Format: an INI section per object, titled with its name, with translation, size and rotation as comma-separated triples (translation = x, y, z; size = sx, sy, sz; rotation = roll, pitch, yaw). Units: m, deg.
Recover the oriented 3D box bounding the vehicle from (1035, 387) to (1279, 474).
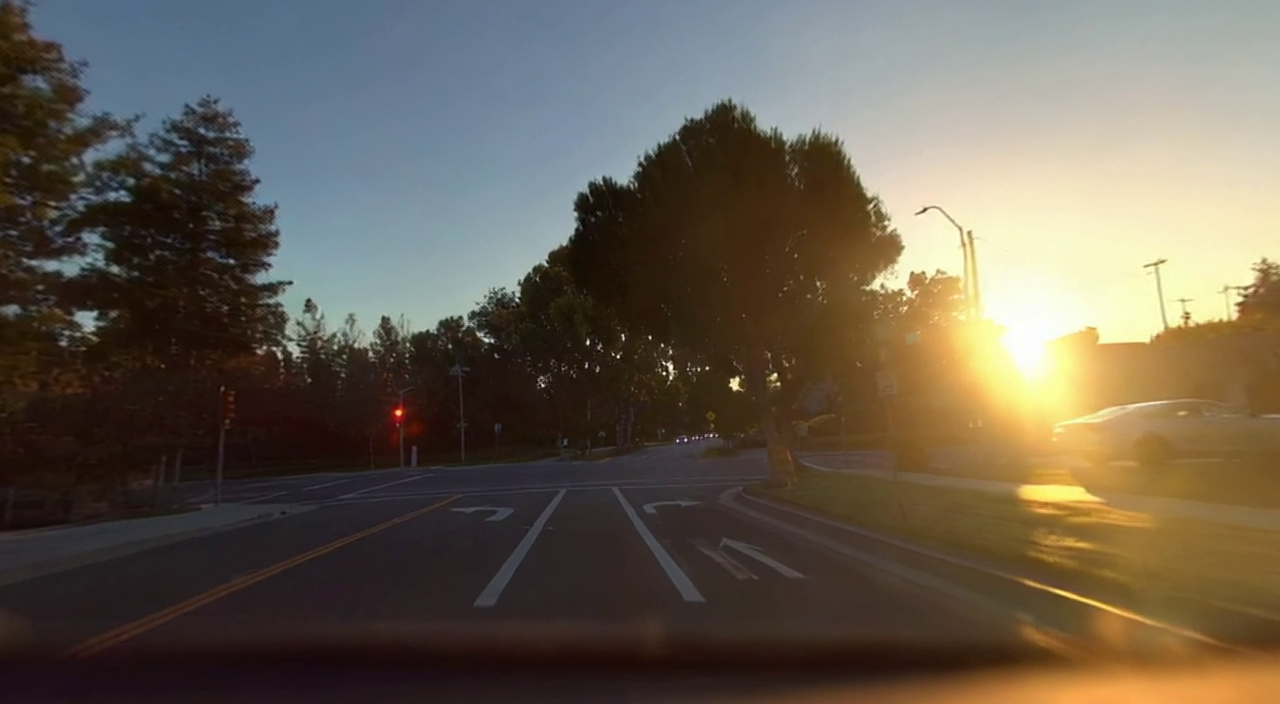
[vehicle]
translation = 12.410, 1.912, 14.930
size = 4.562, 1.850, 2.130
rotation = 1, -9, -3
